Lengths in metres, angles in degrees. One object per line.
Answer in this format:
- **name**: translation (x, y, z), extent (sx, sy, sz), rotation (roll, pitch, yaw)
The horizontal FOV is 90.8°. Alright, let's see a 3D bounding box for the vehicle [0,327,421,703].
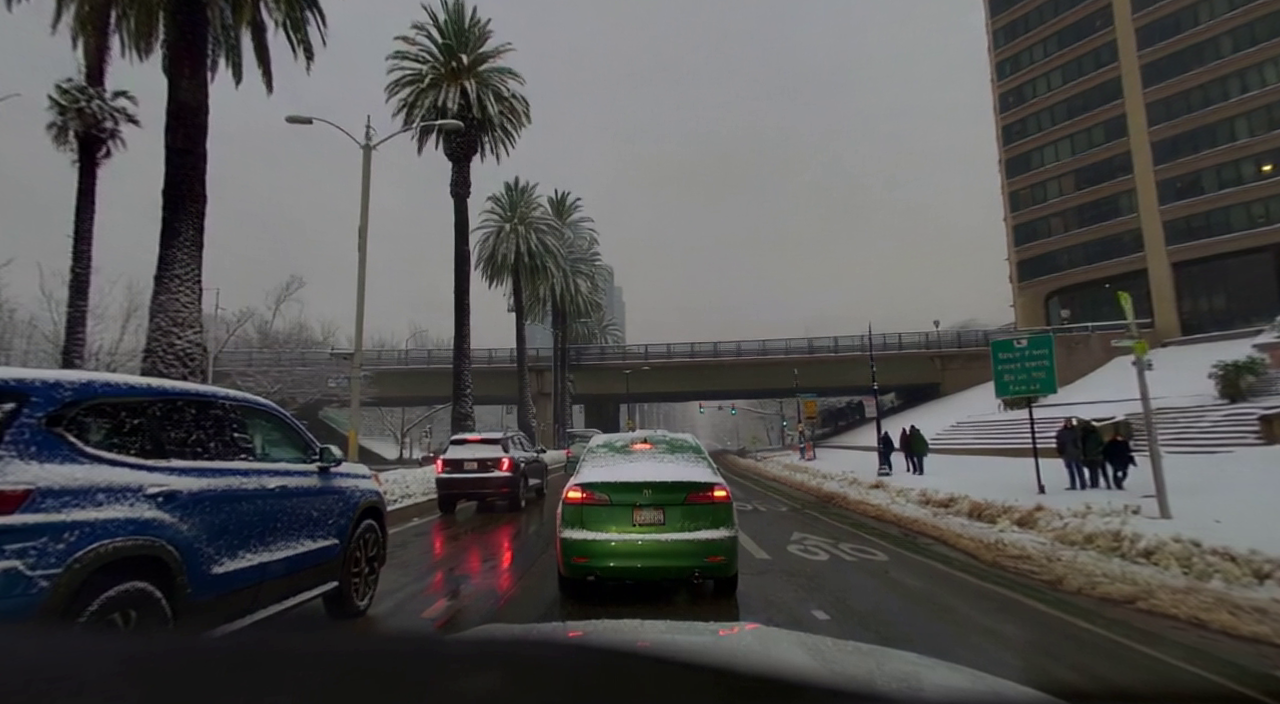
- **vehicle**: translation (-3.260, 1.070, 4.127), extent (2.014, 1.740, 4.359), rotation (0, -9, 1)

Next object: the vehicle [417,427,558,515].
- **vehicle**: translation (-3.148, 2.556, 14.001), extent (1.955, 1.637, 4.032), rotation (0, -9, 2)

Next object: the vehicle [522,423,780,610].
- **vehicle**: translation (0.062, 1.614, 7.139), extent (2.036, 1.461, 4.129), rotation (0, -8, -1)
